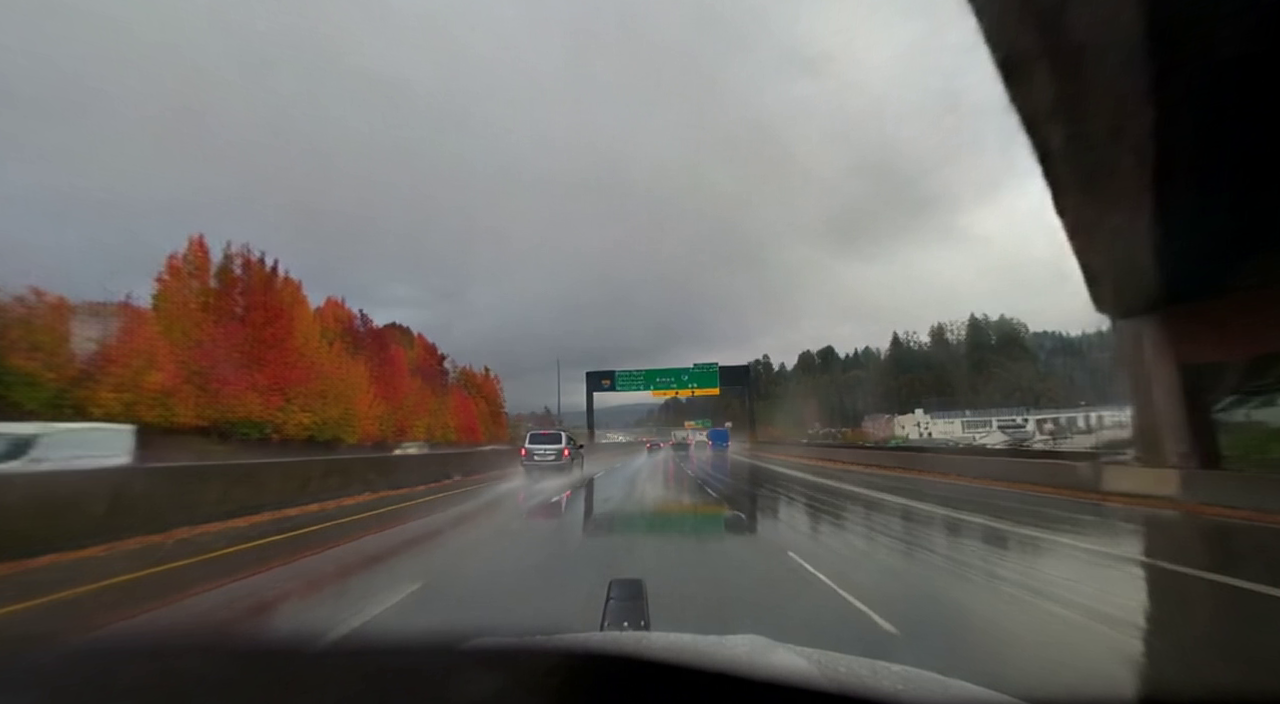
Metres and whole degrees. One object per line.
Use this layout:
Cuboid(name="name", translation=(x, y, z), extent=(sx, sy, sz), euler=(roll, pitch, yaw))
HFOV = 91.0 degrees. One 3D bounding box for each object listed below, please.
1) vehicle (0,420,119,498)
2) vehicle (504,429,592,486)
Cuboid(name="vehicle", translation=(-22.929, 3.897, 23.098), extent=(2.310, 2.609, 5.912), euler=(-1, -8, 2))
Cuboid(name="vehicle", translation=(-2.955, 3.511, 21.226), extent=(2.177, 1.707, 4.432), euler=(-1, -8, 2))
